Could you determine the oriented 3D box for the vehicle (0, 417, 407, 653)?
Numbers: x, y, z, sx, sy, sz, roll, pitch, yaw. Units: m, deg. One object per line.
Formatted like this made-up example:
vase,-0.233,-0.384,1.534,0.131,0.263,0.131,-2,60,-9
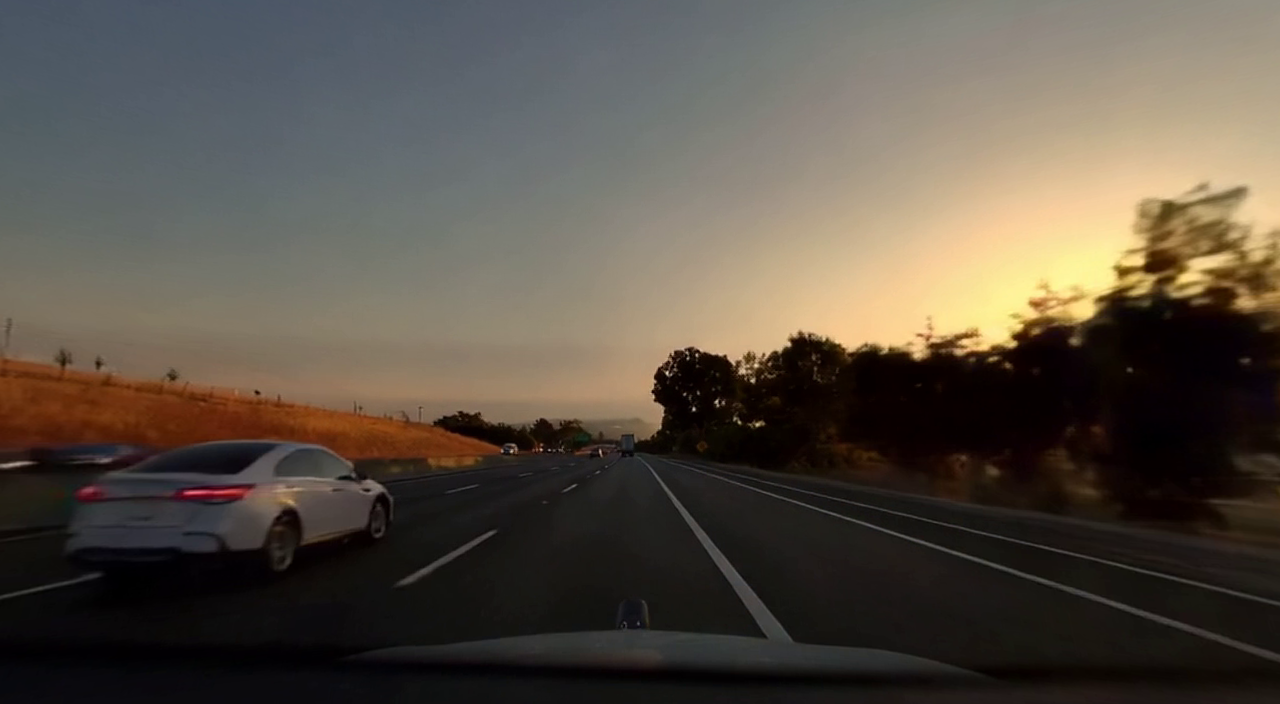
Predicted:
vehicle,-4.532,1.616,6.834,2.108,1.573,5.000,0,-8,0
